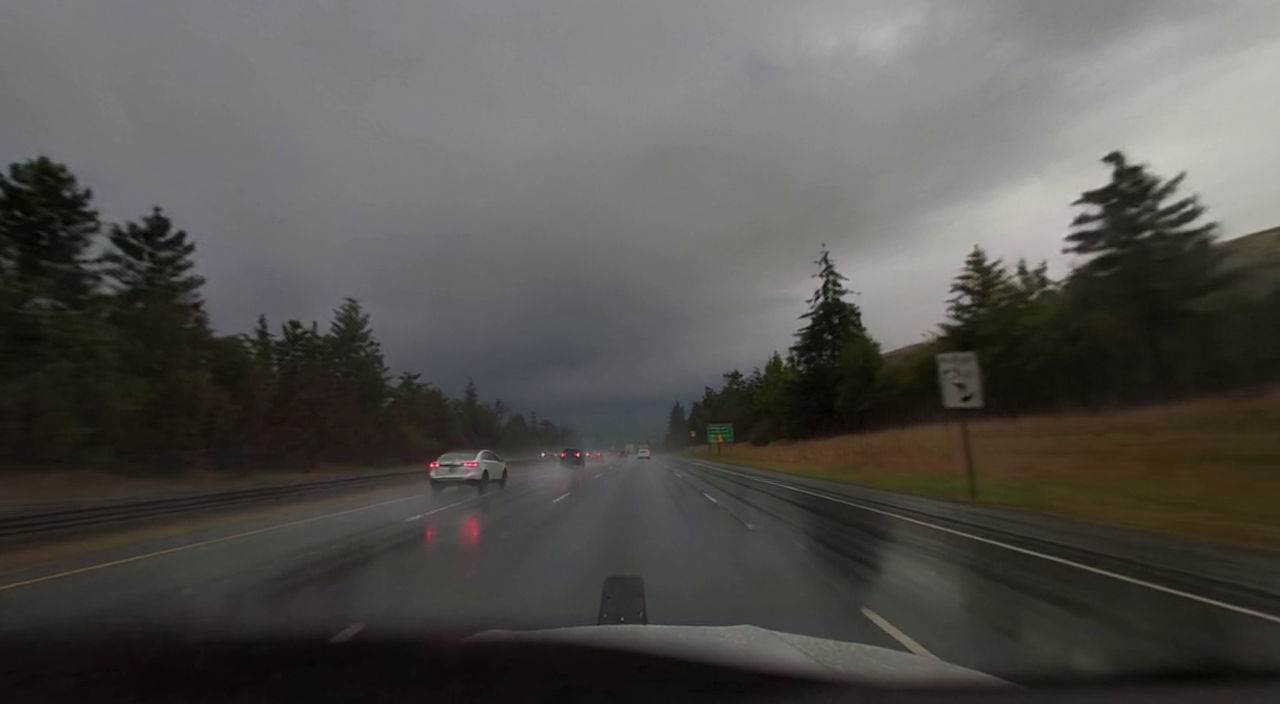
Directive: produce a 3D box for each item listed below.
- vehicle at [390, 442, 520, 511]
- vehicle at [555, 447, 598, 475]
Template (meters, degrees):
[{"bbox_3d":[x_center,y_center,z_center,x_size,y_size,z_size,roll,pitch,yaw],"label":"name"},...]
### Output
[{"bbox_3d":[-4.568,3.131,16.369,1.975,1.501,4.603,0,-9,0],"label":"vehicle"},{"bbox_3d":[-3.590,6.234,36.151,2.005,1.474,3.921,0,-9,1],"label":"vehicle"}]
